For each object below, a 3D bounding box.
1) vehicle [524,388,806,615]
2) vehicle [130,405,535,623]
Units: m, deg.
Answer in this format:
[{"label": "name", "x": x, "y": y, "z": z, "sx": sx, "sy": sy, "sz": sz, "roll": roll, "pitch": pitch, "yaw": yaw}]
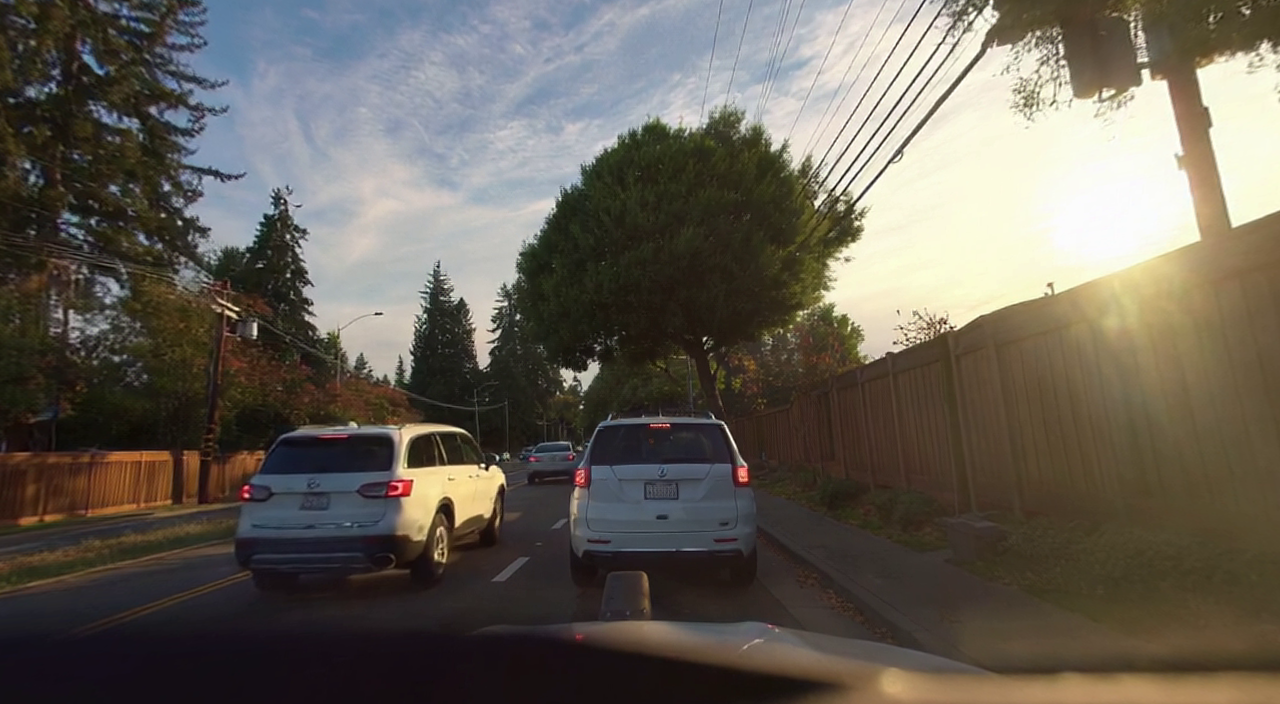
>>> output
[{"label": "vehicle", "x": 0.187, "y": 1.464, "z": 7.025, "sx": 2.174, "sy": 1.749, "sz": 4.113, "roll": 0, "pitch": -9, "yaw": 0}, {"label": "vehicle", "x": -2.758, "y": 1.592, "z": 7.232, "sx": 2.176, "sy": 1.653, "sz": 4.666, "roll": 0, "pitch": -9, "yaw": 2}]
